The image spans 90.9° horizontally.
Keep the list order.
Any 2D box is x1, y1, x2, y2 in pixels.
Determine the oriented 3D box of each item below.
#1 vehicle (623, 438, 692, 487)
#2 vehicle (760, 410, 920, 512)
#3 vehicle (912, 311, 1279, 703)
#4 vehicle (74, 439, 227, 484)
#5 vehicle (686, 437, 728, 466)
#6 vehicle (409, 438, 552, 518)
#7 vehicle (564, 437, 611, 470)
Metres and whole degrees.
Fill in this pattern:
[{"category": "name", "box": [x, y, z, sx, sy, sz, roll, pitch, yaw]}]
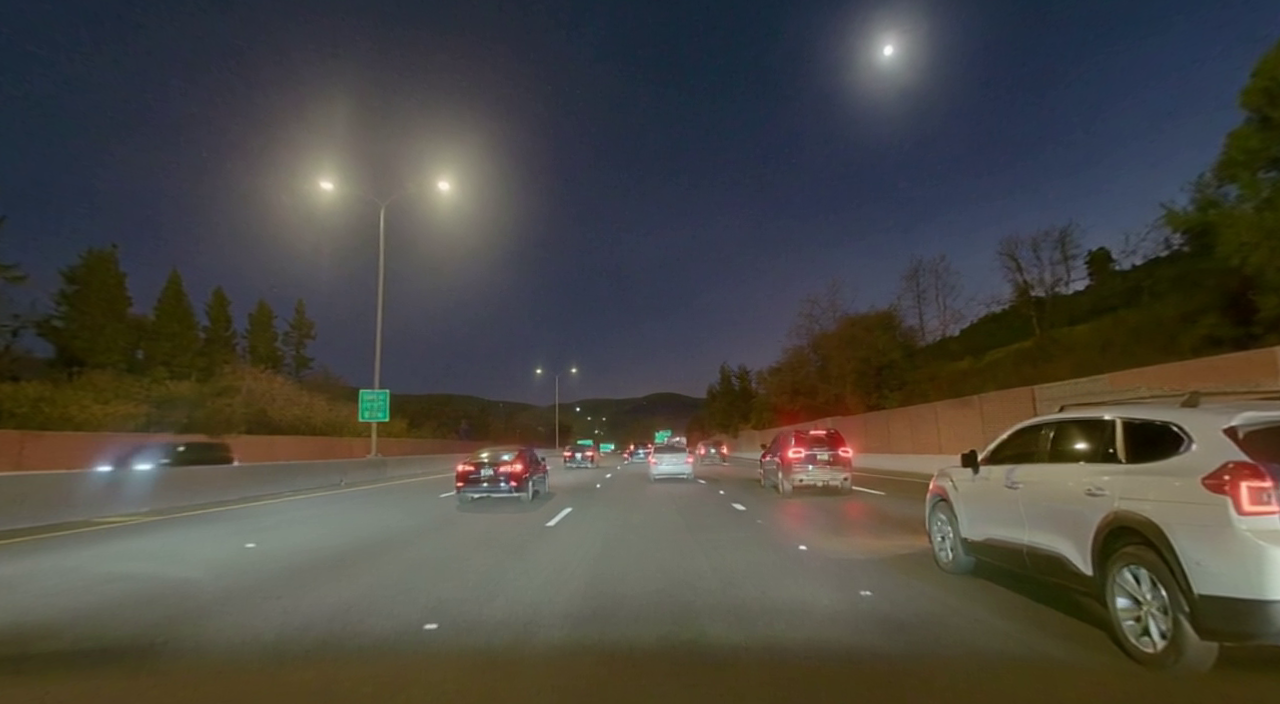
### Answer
[{"category": "vehicle", "box": [0.523, 3.661, 21.225, 2.105, 1.471, 3.978, 0, -8, 0]}, {"category": "vehicle", "box": [4.155, 2.360, 14.066, 1.970, 1.872, 4.575, 0, -8, -1]}, {"category": "vehicle", "box": [3.710, 0.945, 4.076, 1.930, 1.831, 4.344, 0, -8, 0]}, {"category": "vehicle", "box": [-21.453, 4.788, 28.091, 2.205, 1.769, 5.650, 0, -8, 1]}, {"category": "vehicle", "box": [3.678, 5.532, 35.213, 1.855, 1.513, 3.915, 0, -8, -1]}, {"category": "vehicle", "box": [-3.284, 2.669, 13.977, 1.961, 1.456, 4.362, 0, -8, 1]}, {"category": "vehicle", "box": [-2.928, 5.781, 36.182, 2.154, 1.793, 4.736, 0, -8, 1]}]
